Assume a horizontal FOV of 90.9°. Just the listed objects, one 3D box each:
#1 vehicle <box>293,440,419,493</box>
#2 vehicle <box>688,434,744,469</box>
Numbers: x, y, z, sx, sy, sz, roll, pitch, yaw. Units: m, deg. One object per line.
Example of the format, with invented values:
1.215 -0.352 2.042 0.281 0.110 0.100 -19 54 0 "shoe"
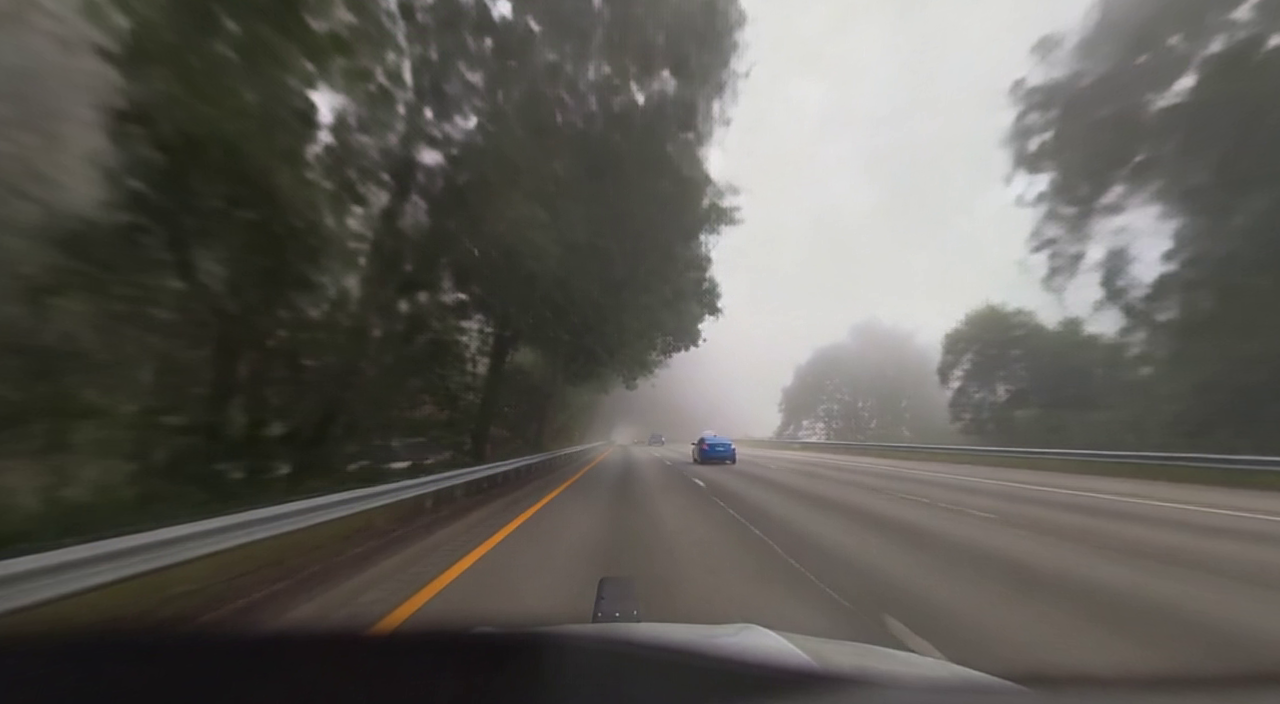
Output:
-9.137 3.677 20.836 1.972 1.497 4.856 0 -8 -1 "vehicle"
3.555 4.700 30.098 2.017 1.502 4.369 0 -8 -2 "vehicle"
